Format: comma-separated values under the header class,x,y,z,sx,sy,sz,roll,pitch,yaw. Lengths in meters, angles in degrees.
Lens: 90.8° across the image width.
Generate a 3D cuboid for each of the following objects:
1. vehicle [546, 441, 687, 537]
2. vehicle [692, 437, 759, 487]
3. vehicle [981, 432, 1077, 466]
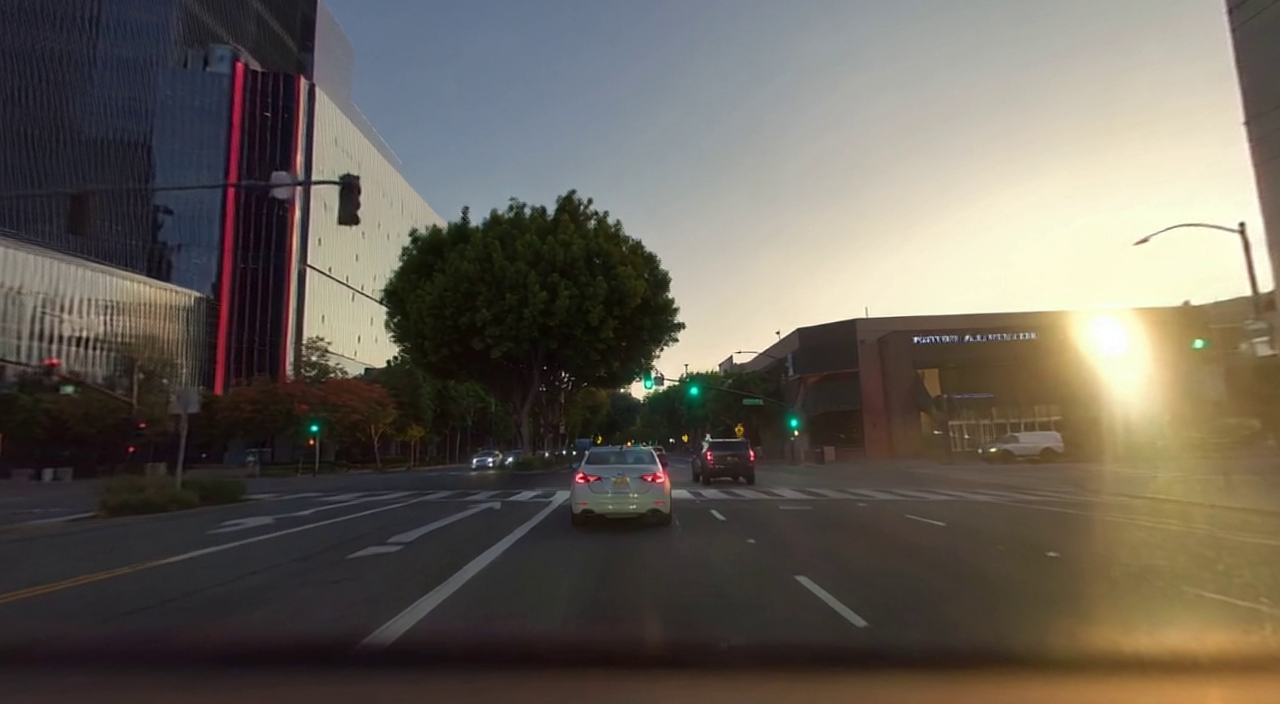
class,x,y,z,sx,sy,sz,roll,pitch,yaw
vehicle,-0.395,2.379,11.679,2.144,1.398,3.963,1,-8,-1
vehicle,3.343,4.358,25.500,2.078,1.799,4.089,1,-8,-1
vehicle,24.070,6.035,39.230,4.384,2.000,2.345,1,-10,-4
